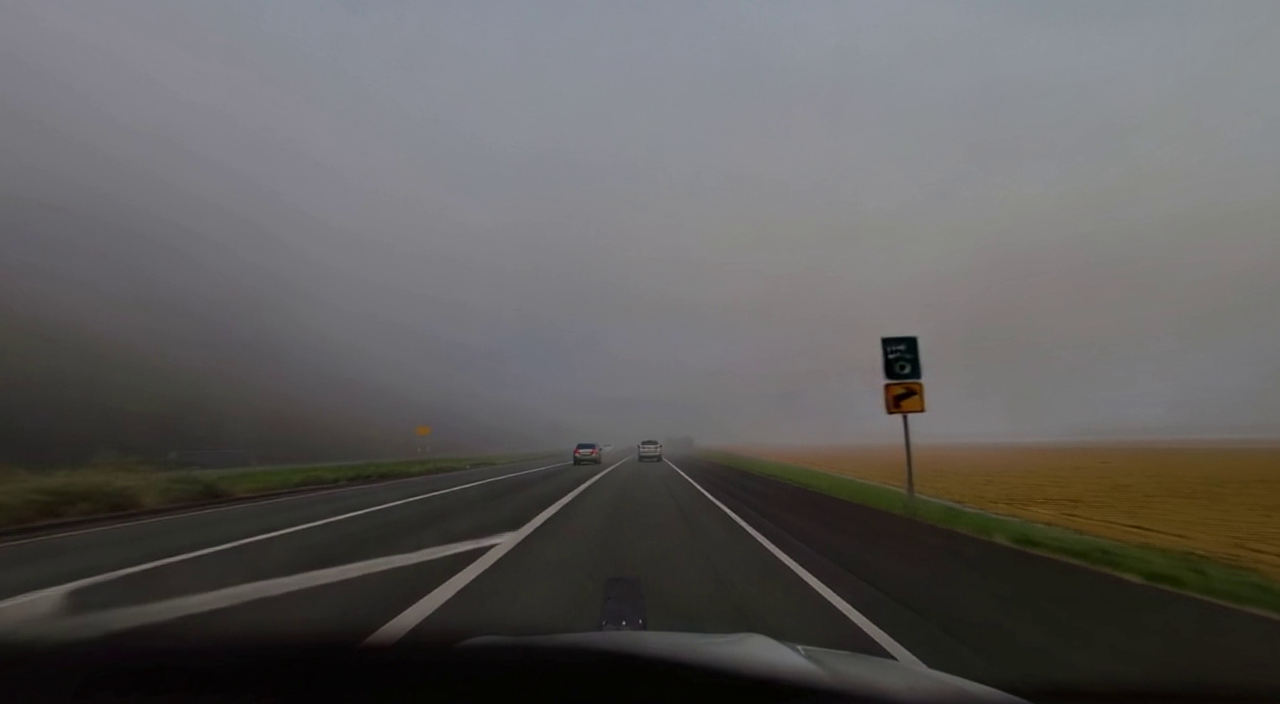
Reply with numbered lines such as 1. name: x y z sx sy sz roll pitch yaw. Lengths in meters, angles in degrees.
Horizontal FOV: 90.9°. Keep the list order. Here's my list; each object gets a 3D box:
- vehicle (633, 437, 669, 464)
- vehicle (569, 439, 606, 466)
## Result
1. vehicle: 0.720 6.648 42.895 2.259 1.697 4.106 0 -8 0
2. vehicle: -3.384 6.558 41.440 2.028 1.634 4.441 -1 -8 1
